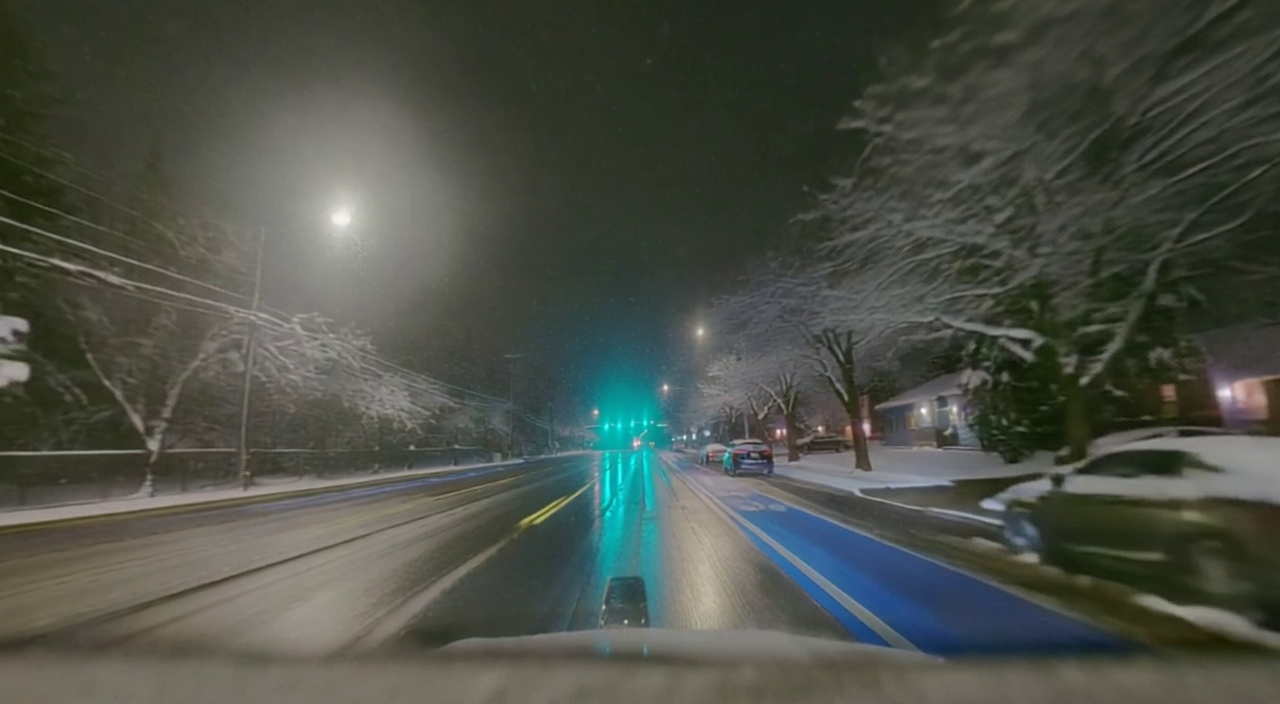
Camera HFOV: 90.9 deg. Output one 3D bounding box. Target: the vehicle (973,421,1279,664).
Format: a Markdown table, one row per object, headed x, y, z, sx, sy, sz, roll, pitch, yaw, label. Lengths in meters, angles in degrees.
| x | y | z | sx | sy | sz | roll | pitch | yaw | label |
| --- | --- | --- | --- | --- | --- | --- | --- | --- | --- |
| 4.994 | 1.358 | 5.085 | 2.032 | 1.478 | 5.040 | 0 | -9 | 2 | vehicle |

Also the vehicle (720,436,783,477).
| x | y | z | sx | sy | sz | roll | pitch | yaw | label |
| --- | --- | --- | --- | --- | --- | --- | --- | --- | --- |
| 5.132 | 4.898 | 29.699 | 2.069 | 1.743 | 4.595 | 0 | -9 | 0 | vehicle |

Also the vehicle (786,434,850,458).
| x | y | z | sx | sy | sz | roll | pitch | yaw | label |
| --- | --- | --- | --- | --- | --- | --- | --- | --- | --- |
| 13.662 | 7.251 | 48.609 | 4.283 | 1.750 | 2.227 | 0 | -9 | 3 | vehicle |
